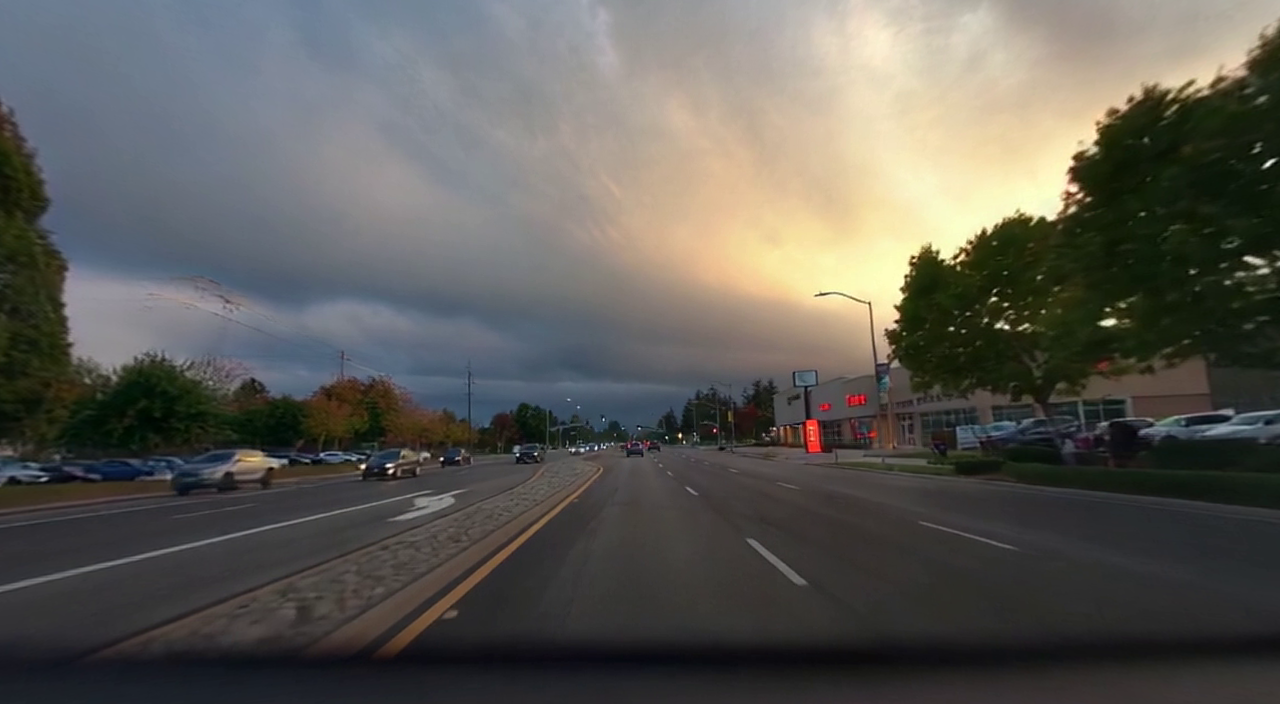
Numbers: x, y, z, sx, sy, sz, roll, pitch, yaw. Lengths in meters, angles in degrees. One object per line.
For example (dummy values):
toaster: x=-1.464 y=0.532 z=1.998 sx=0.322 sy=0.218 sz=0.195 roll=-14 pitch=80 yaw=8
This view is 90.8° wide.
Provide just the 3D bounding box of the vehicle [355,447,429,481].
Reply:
vehicle: x=-11.931 y=5.405 z=30.734 sx=1.866 sy=1.518 sz=4.240 roll=0 pitch=-9 yaw=0

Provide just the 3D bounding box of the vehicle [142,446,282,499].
vehicle: x=-15.525 y=4.359 z=23.291 sx=2.060 sy=1.748 sz=4.384 roll=0 pitch=-9 yaw=0

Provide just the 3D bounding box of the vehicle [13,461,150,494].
vehicle: x=-28.242 y=6.325 z=32.181 sx=4.766 sy=1.489 sz=2.092 roll=5 pitch=-10 yaw=-27
